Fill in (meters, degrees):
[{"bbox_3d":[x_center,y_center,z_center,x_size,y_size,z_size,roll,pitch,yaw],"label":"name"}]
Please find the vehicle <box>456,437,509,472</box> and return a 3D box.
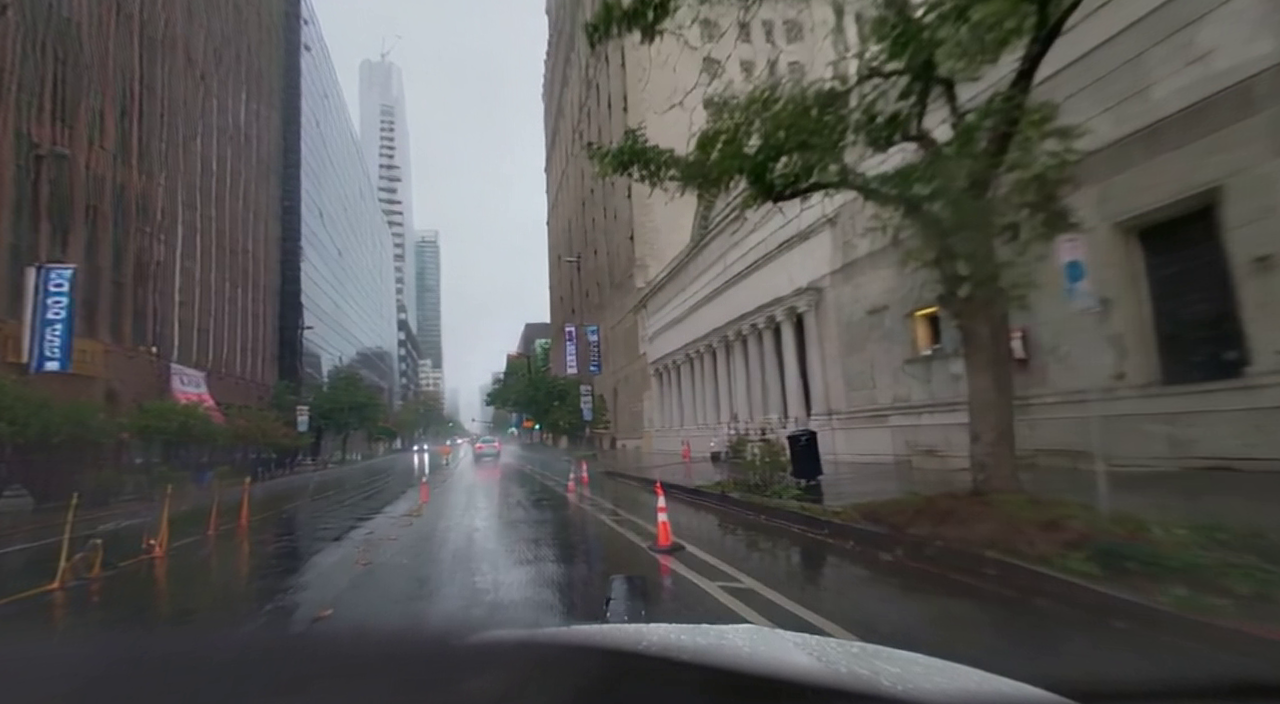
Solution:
[{"bbox_3d":[-7.593,4.885,30.187,2.216,1.492,4.725,2,-9,-15],"label":"vehicle"}]
